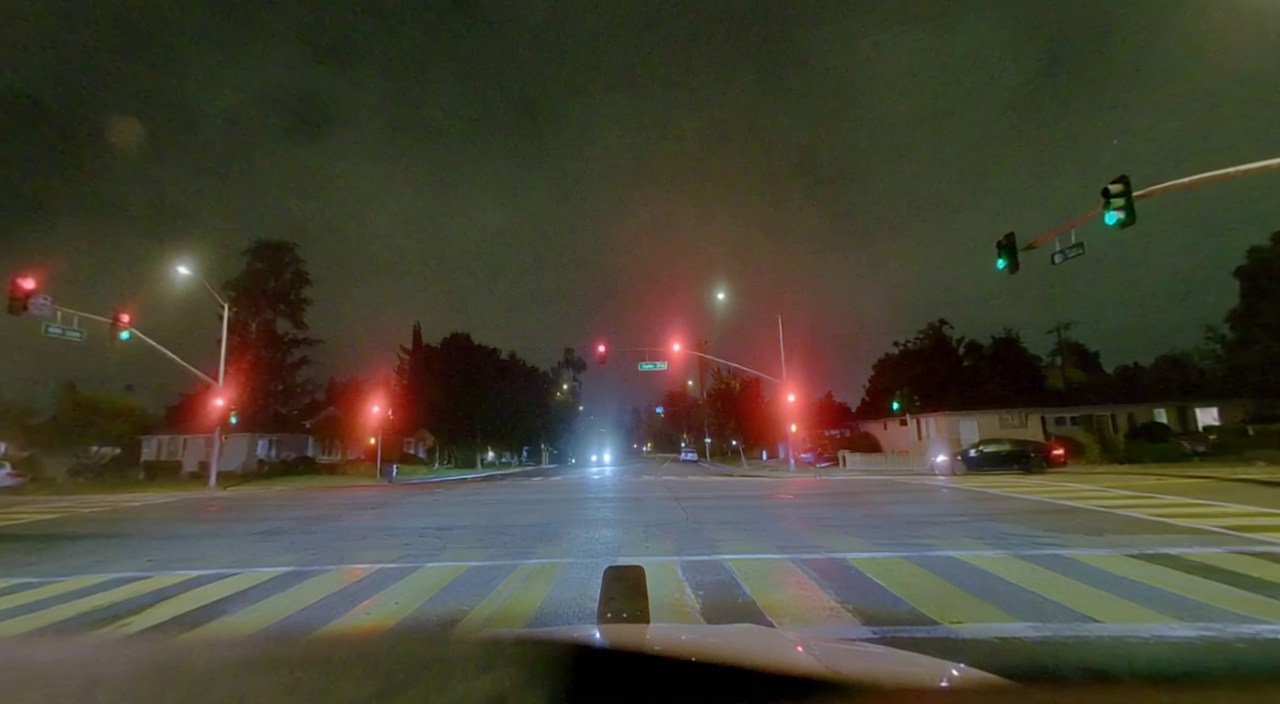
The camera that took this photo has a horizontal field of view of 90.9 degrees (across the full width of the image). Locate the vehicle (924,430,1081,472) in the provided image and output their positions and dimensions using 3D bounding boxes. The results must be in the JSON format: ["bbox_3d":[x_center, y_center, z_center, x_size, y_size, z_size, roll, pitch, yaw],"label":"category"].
[{"bbox_3d":[13.057,3.584,22.872,4.562,1.460,1.822,0,-8,-1],"label":"vehicle"}]
